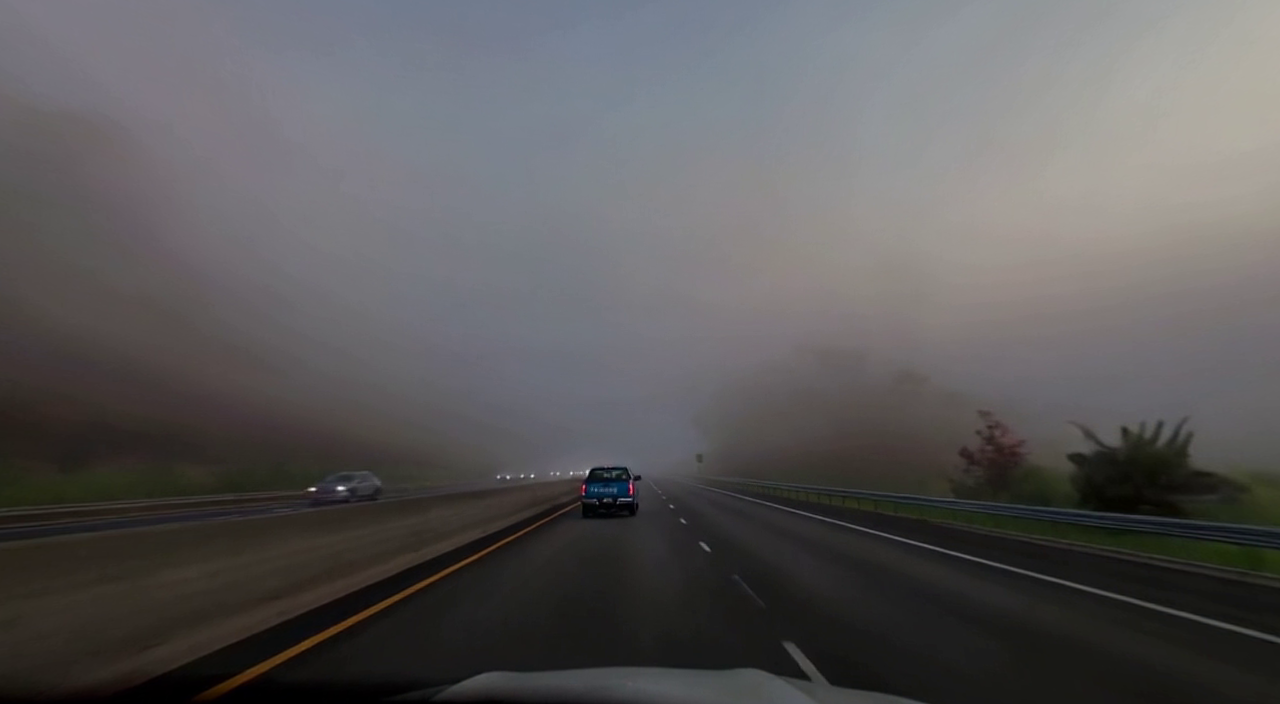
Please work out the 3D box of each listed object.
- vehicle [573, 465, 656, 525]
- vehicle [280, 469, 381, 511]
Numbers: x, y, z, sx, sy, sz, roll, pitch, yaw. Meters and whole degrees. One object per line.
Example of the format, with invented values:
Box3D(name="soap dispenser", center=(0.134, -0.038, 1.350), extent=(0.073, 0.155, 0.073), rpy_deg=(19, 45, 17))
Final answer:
Box3D(name="vehicle", center=(-0.630, 4.192, 18.953), extent=(2.135, 1.506, 5.041), rpy_deg=(1, -10, 1))
Box3D(name="vehicle", center=(-13.414, 6.002, 27.746), extent=(2.067, 1.534, 4.802), rpy_deg=(-3, -10, -1))
